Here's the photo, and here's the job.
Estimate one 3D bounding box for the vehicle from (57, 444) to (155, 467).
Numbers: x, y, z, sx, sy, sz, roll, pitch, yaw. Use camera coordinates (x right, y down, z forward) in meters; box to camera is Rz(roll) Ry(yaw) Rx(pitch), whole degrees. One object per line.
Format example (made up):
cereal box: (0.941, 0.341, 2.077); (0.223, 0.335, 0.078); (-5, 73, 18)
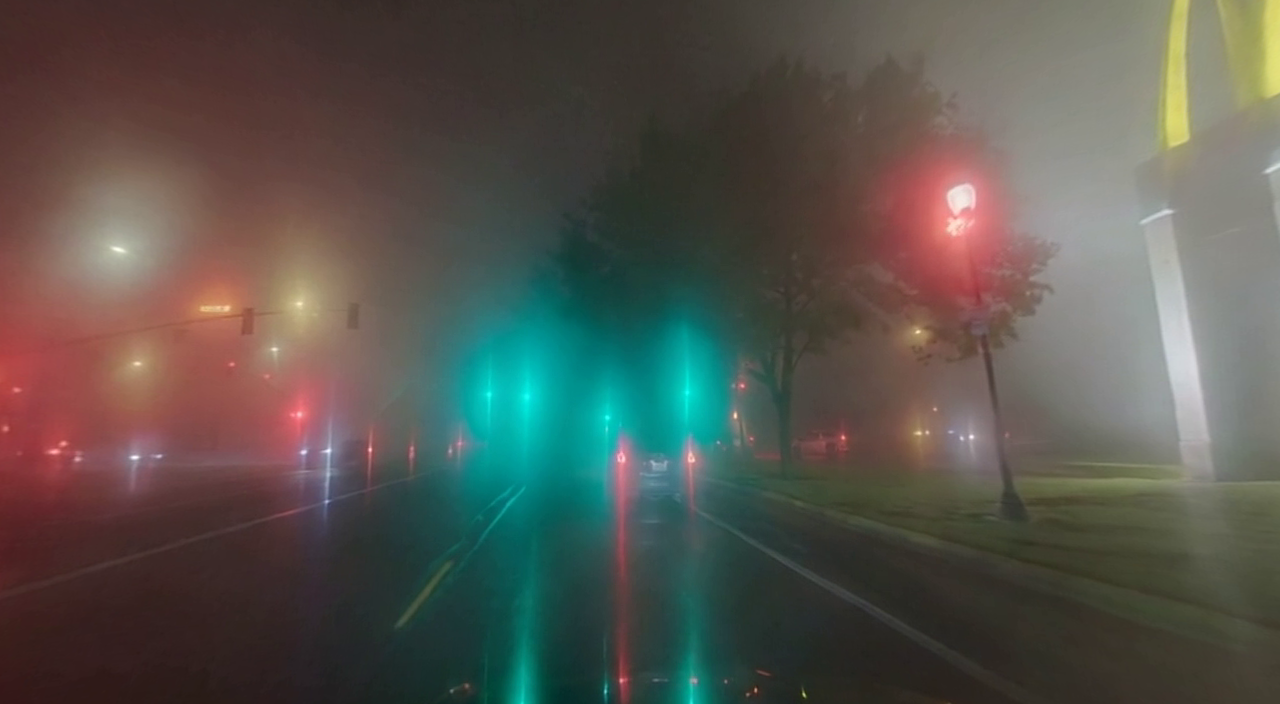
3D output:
vehicle: (-36.697, 7.083, 43.509); (4.692, 1.476, 1.992); (1, -8, -7)

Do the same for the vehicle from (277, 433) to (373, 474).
vehicle: (-12.193, 3.947, 24.817); (1.924, 1.458, 4.448); (1, -8, -6)

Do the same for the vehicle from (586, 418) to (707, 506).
vehicle: (-0.039, 2.444, 14.461); (2.230, 1.683, 4.204); (1, -8, -7)
